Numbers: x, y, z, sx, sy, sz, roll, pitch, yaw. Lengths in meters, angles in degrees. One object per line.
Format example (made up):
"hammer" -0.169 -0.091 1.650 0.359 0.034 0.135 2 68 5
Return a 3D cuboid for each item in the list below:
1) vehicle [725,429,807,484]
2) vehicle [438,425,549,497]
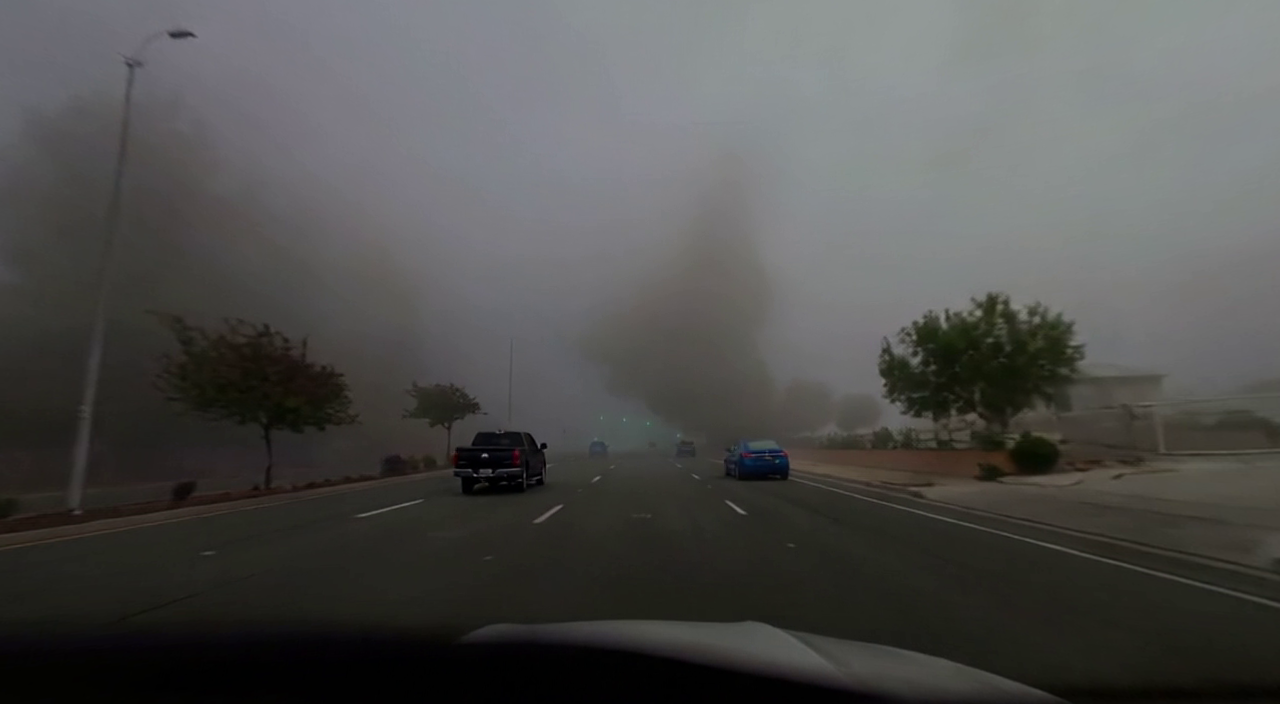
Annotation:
"vehicle" 4.343 3.695 22.488 2.016 1.736 4.356 0 -8 0
"vehicle" -3.942 3.029 17.904 2.002 1.747 4.728 0 -8 0
